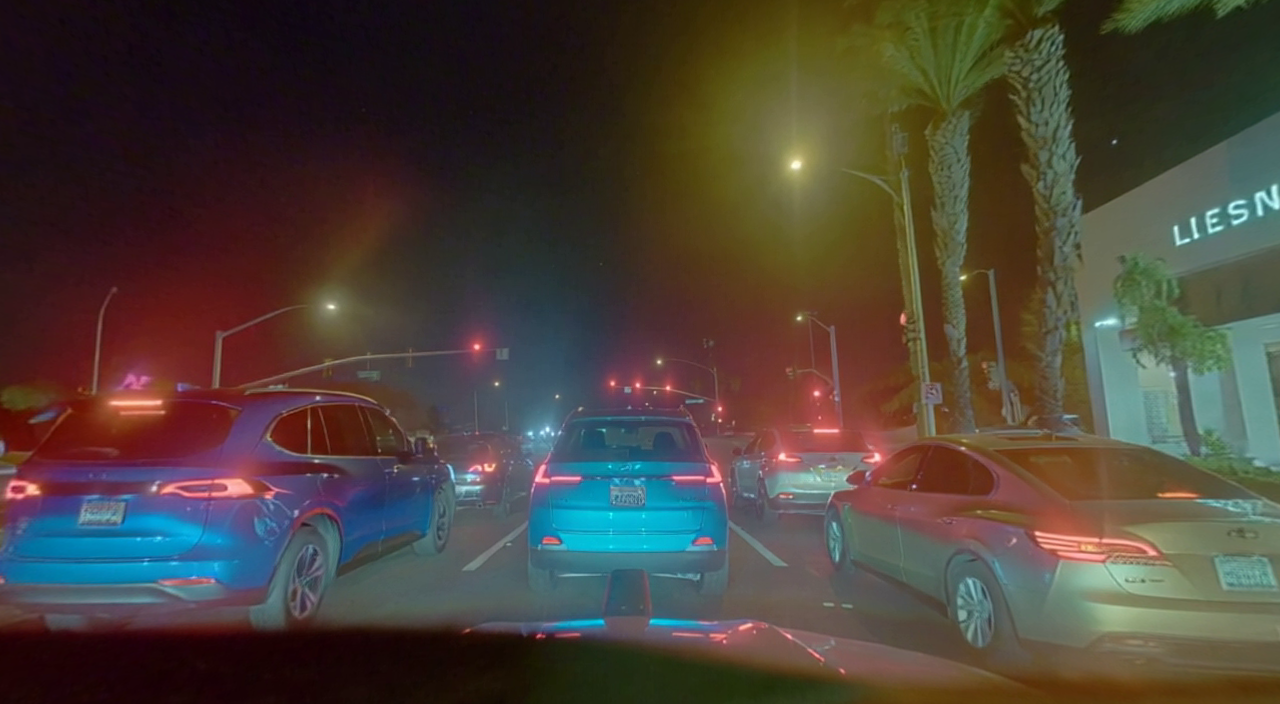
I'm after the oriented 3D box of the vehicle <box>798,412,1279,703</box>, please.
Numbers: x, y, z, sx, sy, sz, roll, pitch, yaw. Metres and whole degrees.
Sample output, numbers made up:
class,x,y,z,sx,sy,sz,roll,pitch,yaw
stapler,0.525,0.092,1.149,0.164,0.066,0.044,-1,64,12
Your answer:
class,x,y,z,sx,sy,sz,roll,pitch,yaw
vehicle,2.960,1.369,5.260,2.017,1.491,4.611,0,-8,-1

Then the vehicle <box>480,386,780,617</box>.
class,x,y,z,sx,sy,sz,roll,pitch,yaw
vehicle,-0.136,1.457,7.070,2.280,1.747,4.361,0,-8,-2

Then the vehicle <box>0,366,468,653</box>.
class,x,y,z,sx,sy,sz,roll,pitch,yaw
vehicle,-3.347,1.282,6.129,2.014,1.755,4.360,0,-8,1
